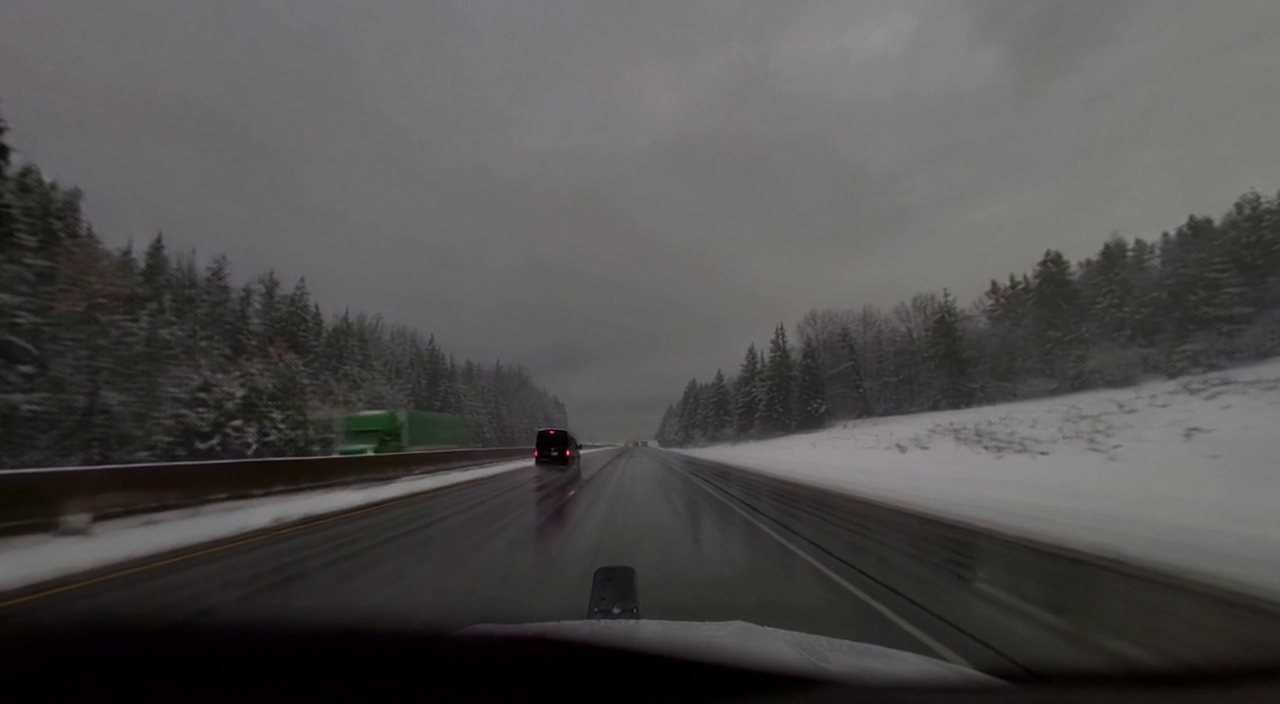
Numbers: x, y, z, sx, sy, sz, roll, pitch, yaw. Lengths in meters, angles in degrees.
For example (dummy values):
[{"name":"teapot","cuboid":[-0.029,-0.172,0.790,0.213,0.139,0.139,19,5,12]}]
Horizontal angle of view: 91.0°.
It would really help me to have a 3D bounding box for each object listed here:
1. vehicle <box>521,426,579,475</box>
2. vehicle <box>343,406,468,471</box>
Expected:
[{"name":"vehicle","cuboid":[-4.038,4.500,29.039,1.976,2.029,4.737,-1,-8,0]},{"name":"vehicle","cuboid":[-17.024,6.624,47.901,3.310,4.067,16.585,0,-8,-1]}]
